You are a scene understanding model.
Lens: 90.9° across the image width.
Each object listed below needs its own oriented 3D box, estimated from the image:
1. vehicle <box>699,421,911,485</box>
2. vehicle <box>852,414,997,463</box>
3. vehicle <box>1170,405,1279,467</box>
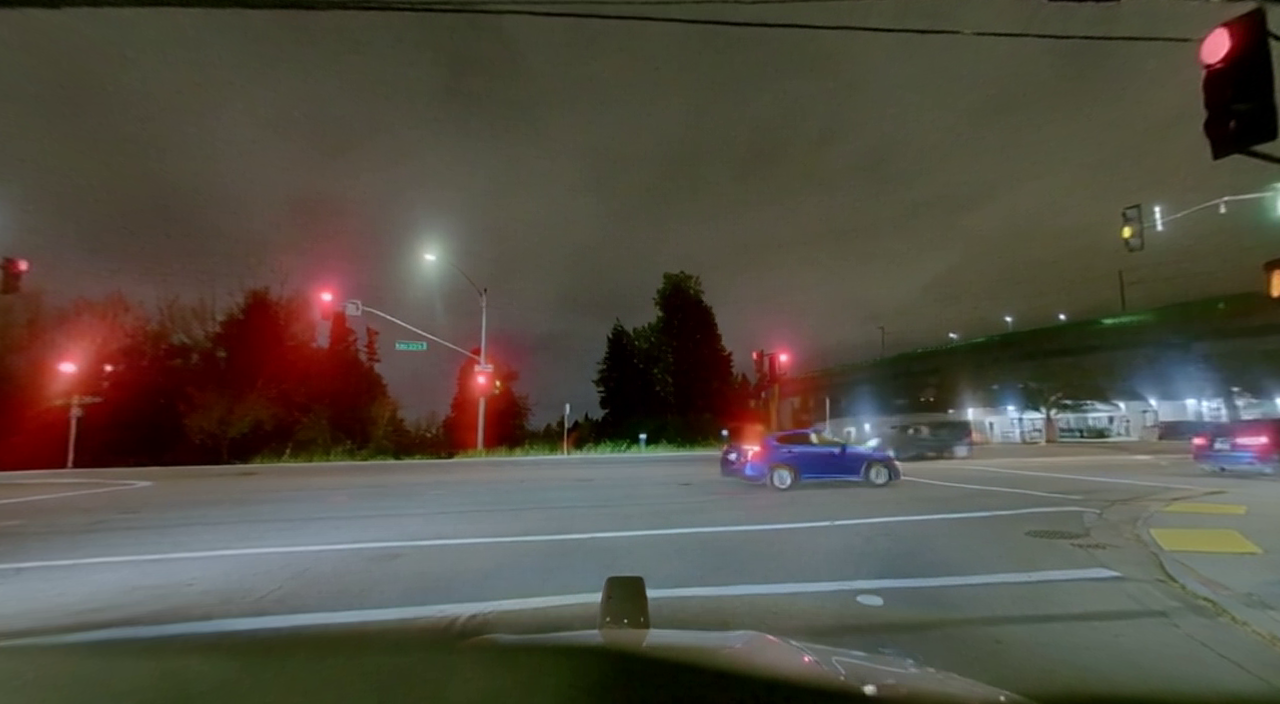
[{"bbox_3d":[4.041,2.502,15.814,4.757,1.442,1.858,1,-9,-10],"label":"vehicle"},{"bbox_3d":[11.315,3.448,25.161,4.966,1.806,2.007,2,-9,-13],"label":"vehicle"},{"bbox_3d":[18.342,2.432,18.233,4.636,1.668,1.935,1,-9,-10],"label":"vehicle"}]
